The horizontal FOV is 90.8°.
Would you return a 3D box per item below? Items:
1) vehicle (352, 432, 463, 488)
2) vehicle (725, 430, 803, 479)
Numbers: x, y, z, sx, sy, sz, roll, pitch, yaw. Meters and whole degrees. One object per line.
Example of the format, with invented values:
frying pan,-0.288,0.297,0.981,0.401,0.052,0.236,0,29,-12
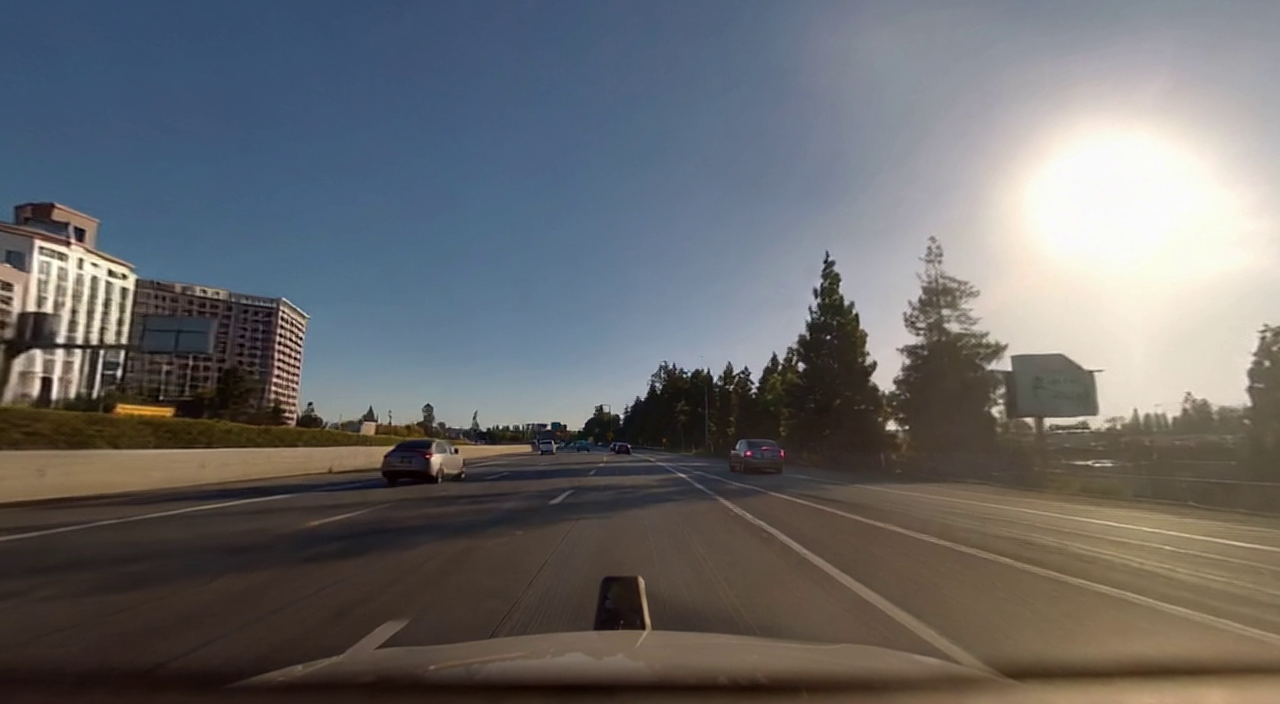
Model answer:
vehicle,-7.778,3.654,21.738,2.030,1.672,4.913,0,-9,-1
vehicle,4.865,4.098,25.494,2.023,1.782,4.193,0,-9,-4
